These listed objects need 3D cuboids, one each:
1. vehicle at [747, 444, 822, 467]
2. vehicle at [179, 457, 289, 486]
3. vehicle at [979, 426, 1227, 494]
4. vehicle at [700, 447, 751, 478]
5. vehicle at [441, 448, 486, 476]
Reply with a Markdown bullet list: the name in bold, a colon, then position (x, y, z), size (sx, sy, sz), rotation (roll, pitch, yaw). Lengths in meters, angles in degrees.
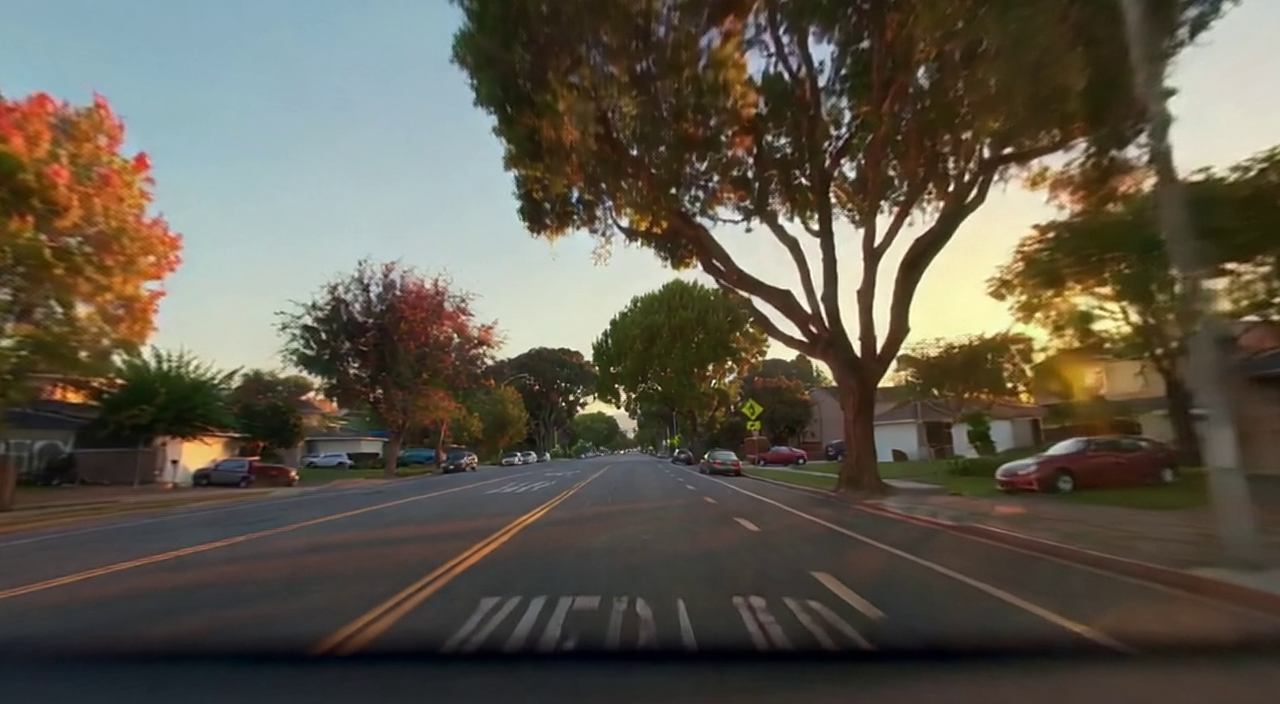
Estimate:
- **vehicle**: position (9.675, 6.976, 42.527), size (4.501, 1.502, 1.975), rotation (0, -9, -1)
- **vehicle**: position (-21.652, 6.375, 33.811), size (4.413, 1.477, 2.100), rotation (0, -9, 1)
- **vehicle**: position (11.176, 2.636, 15.521), size (4.596, 1.527, 1.858), rotation (0, -9, 0)
- **vehicle**: position (4.324, 5.670, 32.671), size (1.970, 1.455, 4.233), rotation (0, -9, -1)
- **vehicle**: position (-13.133, 8.142, 47.132), size (2.049, 1.782, 4.460), rotation (-4, -8, 0)
